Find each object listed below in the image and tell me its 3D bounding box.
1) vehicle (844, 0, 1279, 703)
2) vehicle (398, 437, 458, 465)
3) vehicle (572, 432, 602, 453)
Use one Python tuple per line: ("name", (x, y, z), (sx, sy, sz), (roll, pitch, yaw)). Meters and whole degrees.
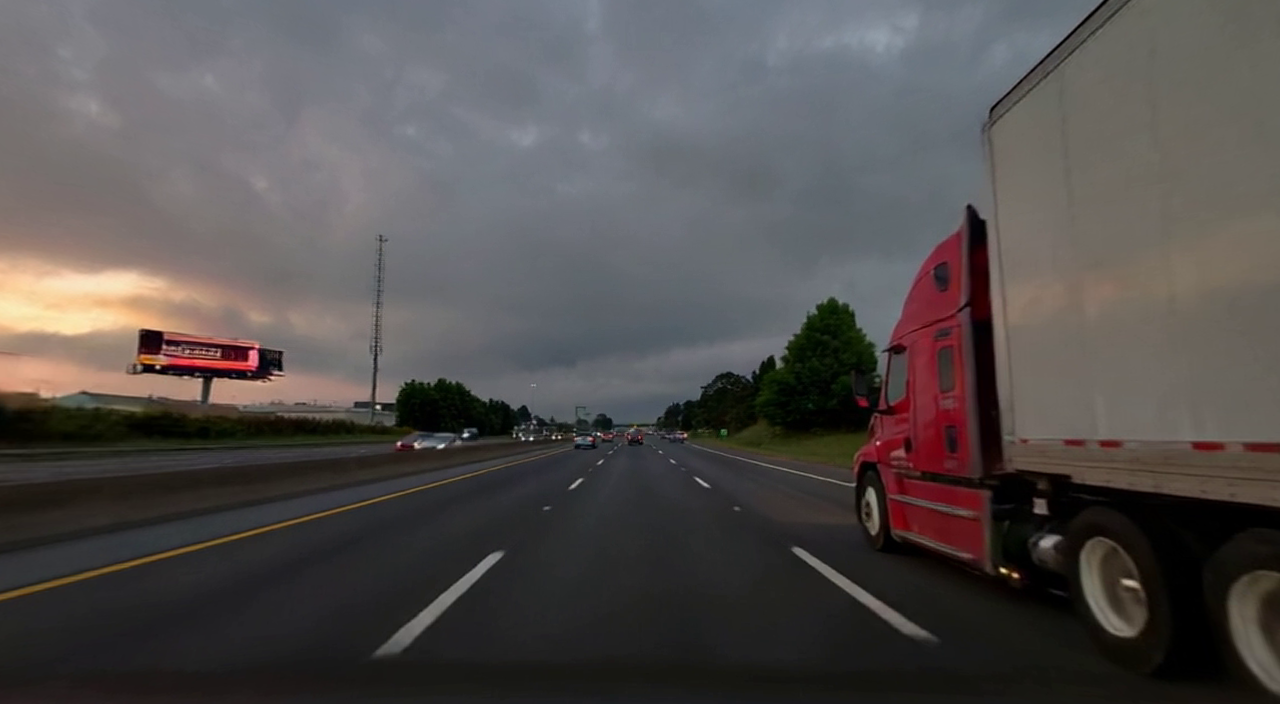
("vehicle", (3.761, -0.055, 3.564), (3.027, 3.796, 6.035), (0, -8, -1))
("vehicle", (-12.285, 5.737, 36.753), (1.910, 1.478, 4.655), (0, -8, 0))
("vehicle", (-3.909, 6.709, 46.773), (1.930, 1.484, 3.849), (0, -8, -1))
